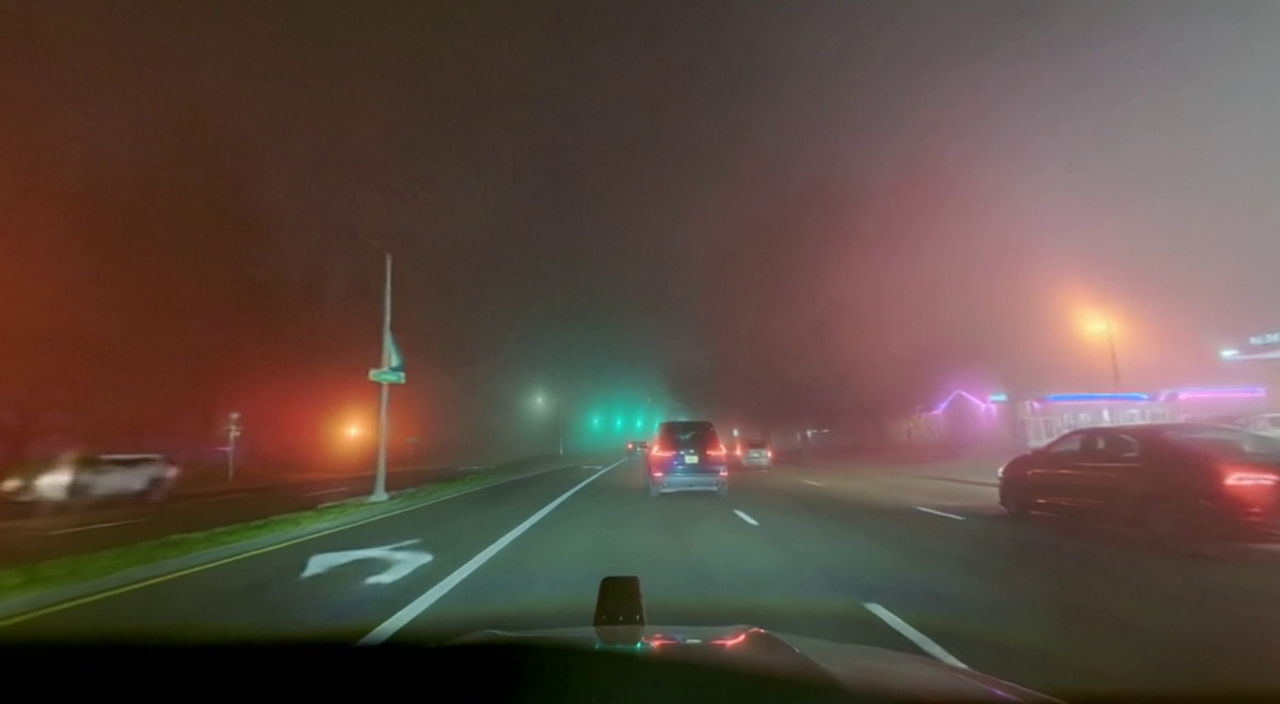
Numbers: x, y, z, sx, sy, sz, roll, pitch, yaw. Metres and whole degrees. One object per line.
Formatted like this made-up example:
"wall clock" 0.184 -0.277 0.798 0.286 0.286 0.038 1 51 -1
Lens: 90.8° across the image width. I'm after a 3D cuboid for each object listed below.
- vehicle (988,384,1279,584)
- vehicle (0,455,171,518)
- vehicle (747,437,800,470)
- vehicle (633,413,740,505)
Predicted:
"vehicle" 6.681 1.487 7.776 2.025 1.765 4.729 0 -8 -1
"vehicle" -15.887 3.692 17.906 1.830 1.483 4.410 0 -9 -1
"vehicle" 6.890 5.273 33.040 1.793 1.585 4.130 0 -8 -1
"vehicle" 0.955 2.605 15.836 2.038 1.917 4.900 0 -8 -3
